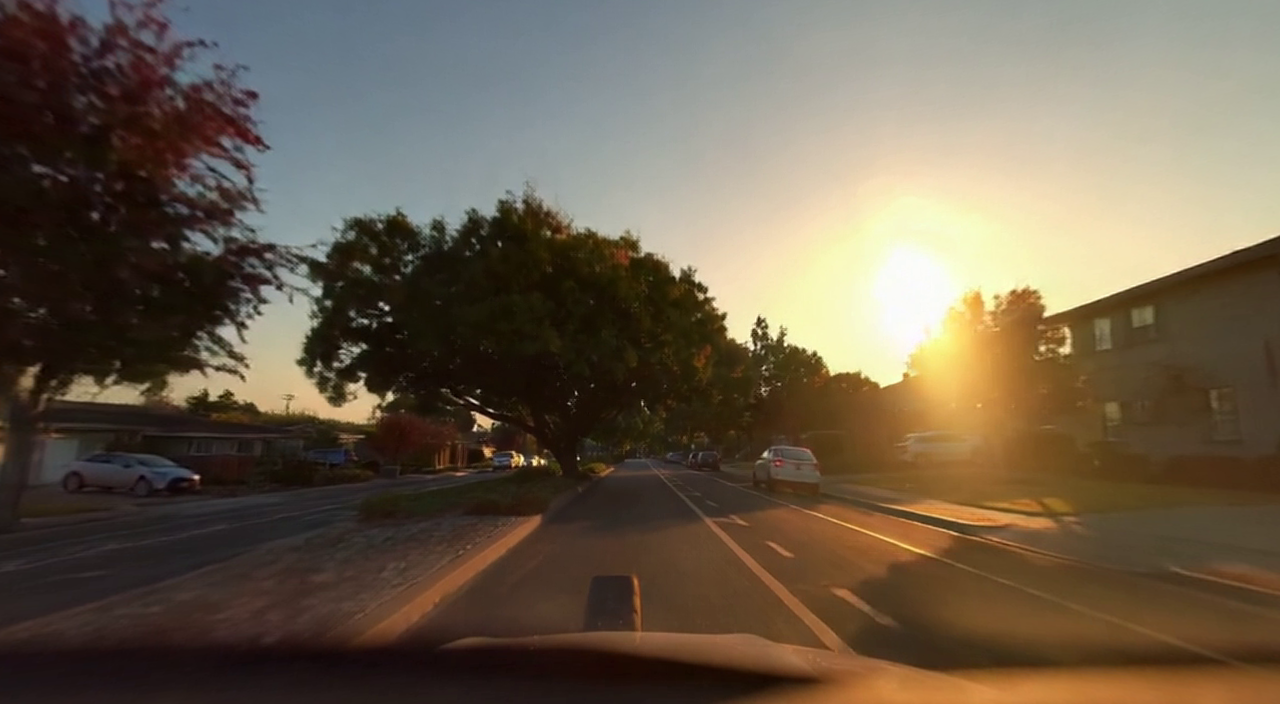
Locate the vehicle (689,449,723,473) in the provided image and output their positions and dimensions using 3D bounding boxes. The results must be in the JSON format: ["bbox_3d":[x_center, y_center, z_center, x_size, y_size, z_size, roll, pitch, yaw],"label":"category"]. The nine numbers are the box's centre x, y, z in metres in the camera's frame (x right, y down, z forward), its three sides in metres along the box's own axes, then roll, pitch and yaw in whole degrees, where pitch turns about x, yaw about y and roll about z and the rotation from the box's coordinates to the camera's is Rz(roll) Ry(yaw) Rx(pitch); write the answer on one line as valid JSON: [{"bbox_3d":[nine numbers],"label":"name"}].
[{"bbox_3d":[4.747,7.935,46.171,1.900,1.608,5.037,0,-9,-1],"label":"vehicle"}]

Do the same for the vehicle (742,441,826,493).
[{"bbox_3d":[5.110,4.144,23.116,2.001,1.693,4.311,0,-9,-1],"label":"vehicle"}]

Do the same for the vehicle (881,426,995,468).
[{"bbox_3d":[15.843,5.087,33.814,4.921,2.117,2.249,-1,-9,2],"label":"vehicle"}]

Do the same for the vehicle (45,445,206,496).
[{"bbox_3d":[-20.363,4.666,25.152,4.564,1.895,2.221,-1,-9,6],"label":"vehicle"}]
